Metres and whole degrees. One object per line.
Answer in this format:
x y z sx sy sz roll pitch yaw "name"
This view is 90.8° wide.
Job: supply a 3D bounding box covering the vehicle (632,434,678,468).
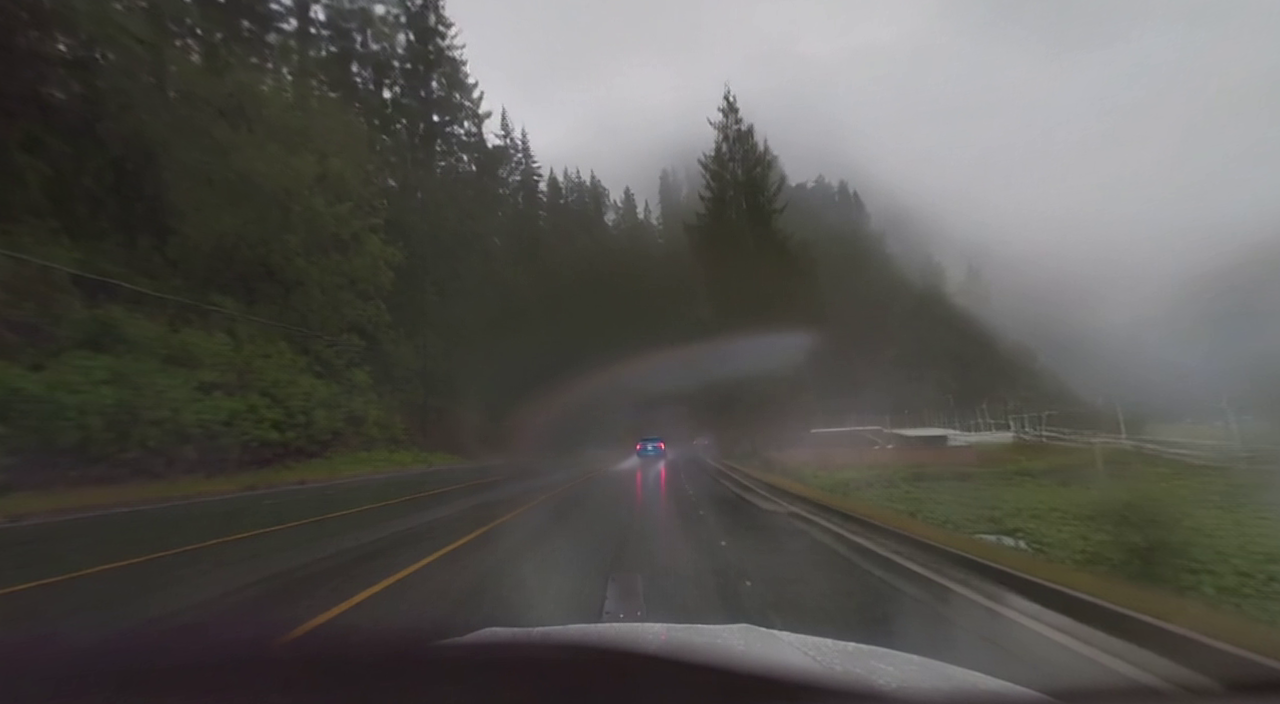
0.891 5.313 34.074 2.294 1.708 4.110 -1 -8 4 "vehicle"
